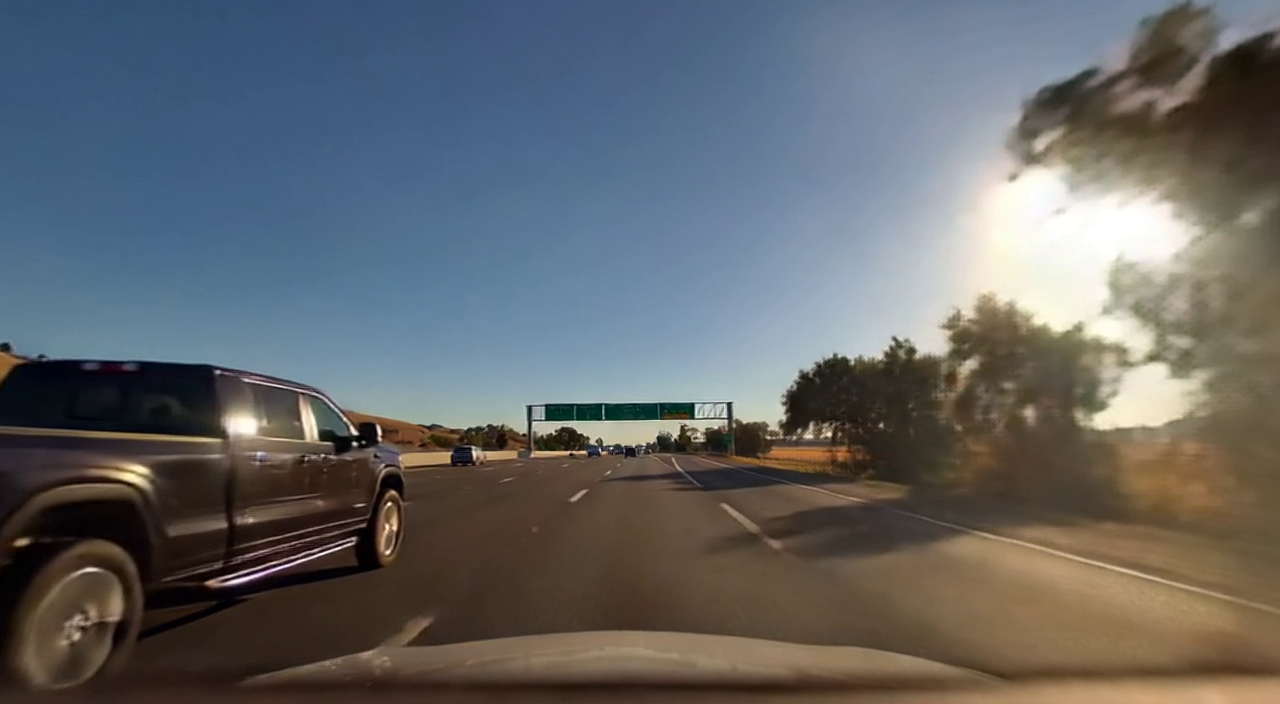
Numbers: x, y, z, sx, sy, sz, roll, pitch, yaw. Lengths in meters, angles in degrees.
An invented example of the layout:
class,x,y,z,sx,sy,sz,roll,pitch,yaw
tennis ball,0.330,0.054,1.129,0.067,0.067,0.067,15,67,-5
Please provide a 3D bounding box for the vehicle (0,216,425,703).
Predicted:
class,x,y,z,sx,sy,sz,roll,pitch,yaw
vehicle,-3.606,0.722,3.455,2.601,2.084,6.068,0,-8,1

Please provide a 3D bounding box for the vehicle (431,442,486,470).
class,x,y,z,sx,sy,sz,roll,pitch,yaw
vehicle,-10.860,6.266,38.119,1.957,1.565,4.311,0,-8,1
